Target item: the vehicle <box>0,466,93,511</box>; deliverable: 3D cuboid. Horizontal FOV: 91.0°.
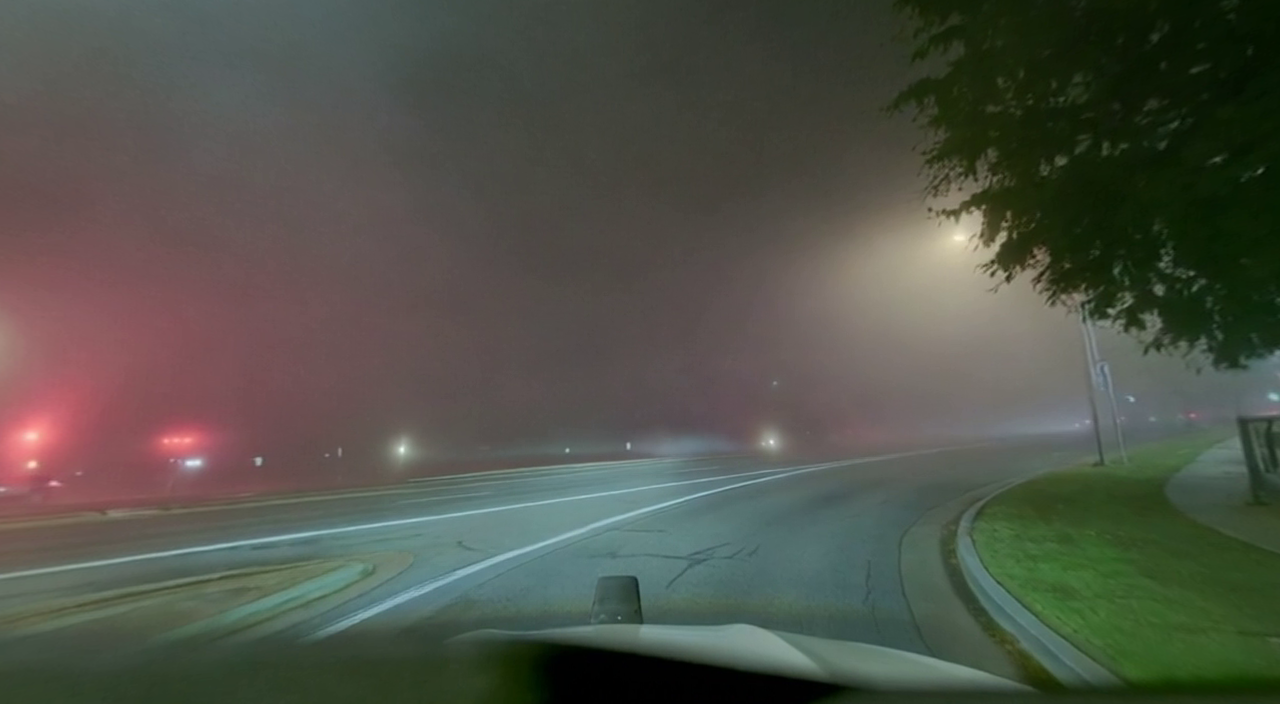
[{"bbox_3d":[-22.606,4.829,22.220,1.811,1.444,4.527,-7,-10,36],"label":"vehicle"}]
